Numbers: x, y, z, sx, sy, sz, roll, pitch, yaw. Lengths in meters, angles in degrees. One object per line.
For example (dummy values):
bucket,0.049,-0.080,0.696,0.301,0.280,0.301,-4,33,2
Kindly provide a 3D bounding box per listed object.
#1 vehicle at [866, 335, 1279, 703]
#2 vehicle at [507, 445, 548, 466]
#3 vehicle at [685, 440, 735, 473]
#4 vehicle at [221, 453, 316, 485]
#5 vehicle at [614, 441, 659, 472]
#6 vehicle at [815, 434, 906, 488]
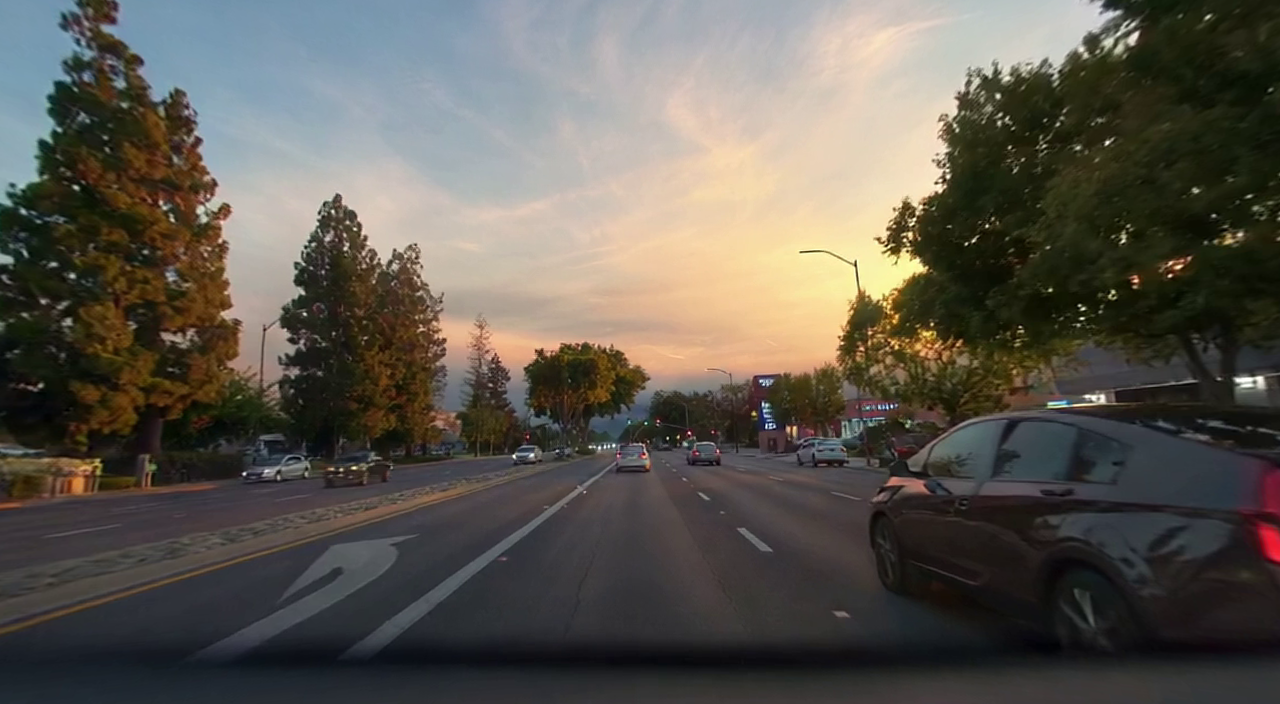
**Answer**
vehicle,3.102,0.979,3.491,2.022,1.643,4.326,0,-8,-1
vehicle,-8.205,7.583,46.500,2.062,1.499,4.528,0,-8,1
vehicle,3.352,5.119,31.140,1.889,1.473,4.303,0,-8,-1
vehicle,-20.086,6.332,34.511,2.201,1.561,5.095,0,-8,-1
vehicle,-0.190,5.278,32.044,2.135,1.468,4.076,0,-8,0
vehicle,7.719,3.833,22.661,2.444,1.700,4.771,-2,-9,12
